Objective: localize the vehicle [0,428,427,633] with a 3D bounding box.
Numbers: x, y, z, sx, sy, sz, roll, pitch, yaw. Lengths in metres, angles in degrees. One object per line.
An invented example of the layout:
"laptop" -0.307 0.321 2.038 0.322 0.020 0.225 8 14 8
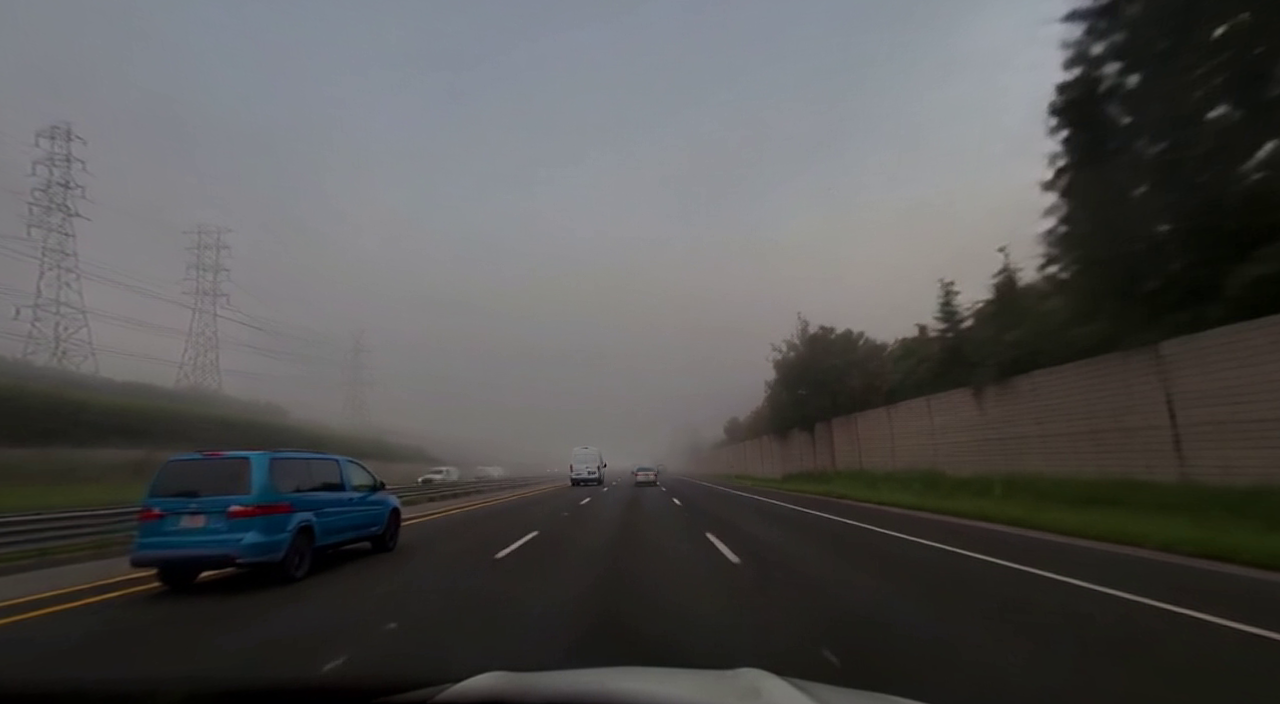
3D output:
"vehicle" -4.275 1.798 7.216 2.023 1.541 4.543 1 -10 1

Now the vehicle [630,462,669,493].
"vehicle" 0.454 6.817 34.423 2.006 1.554 3.863 1 -10 -1

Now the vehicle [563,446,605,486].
"vehicle" -3.842 8.115 44.761 2.394 2.609 6.875 1 -10 0
